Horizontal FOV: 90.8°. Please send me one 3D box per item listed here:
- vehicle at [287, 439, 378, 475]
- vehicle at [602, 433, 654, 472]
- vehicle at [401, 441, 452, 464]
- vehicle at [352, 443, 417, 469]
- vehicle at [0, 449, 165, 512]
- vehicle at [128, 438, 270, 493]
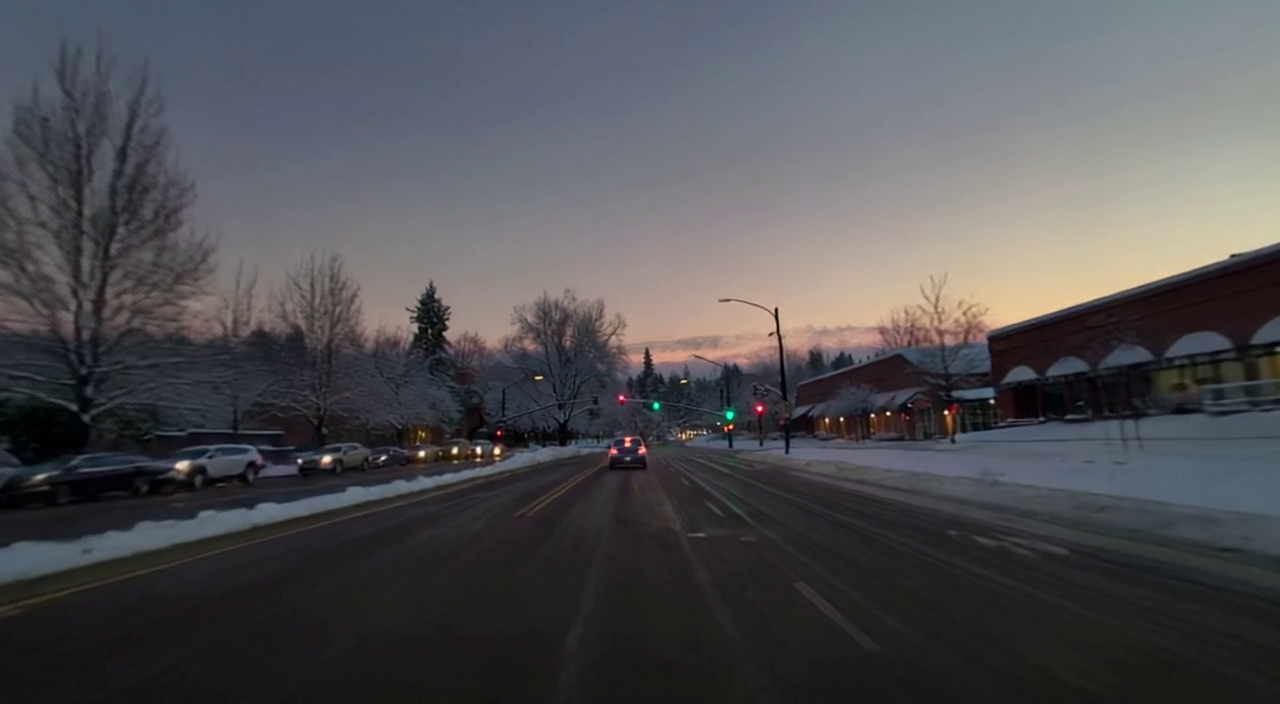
[{"bbox_3d":[-15.722,5.389,32.631,2.130,1.692,4.734,-1,-9,2],"label":"vehicle"},{"bbox_3d":[-0.468,4.226,26.629,2.045,1.510,3.690,0,-9,0],"label":"vehicle"},{"bbox_3d":[-15.792,7.438,46.961,2.131,1.560,4.563,0,-9,0],"label":"vehicle"},{"bbox_3d":[-15.787,6.442,39.350,1.931,1.455,5.023,0,-9,0],"label":"vehicle"},{"bbox_3d":[-15.560,3.369,17.096,1.980,1.427,4.449,0,-9,-1],"label":"vehicle"},{"bbox_3d":[-15.679,4.059,22.799,1.981,1.755,4.113,-1,-9,3],"label":"vehicle"}]
